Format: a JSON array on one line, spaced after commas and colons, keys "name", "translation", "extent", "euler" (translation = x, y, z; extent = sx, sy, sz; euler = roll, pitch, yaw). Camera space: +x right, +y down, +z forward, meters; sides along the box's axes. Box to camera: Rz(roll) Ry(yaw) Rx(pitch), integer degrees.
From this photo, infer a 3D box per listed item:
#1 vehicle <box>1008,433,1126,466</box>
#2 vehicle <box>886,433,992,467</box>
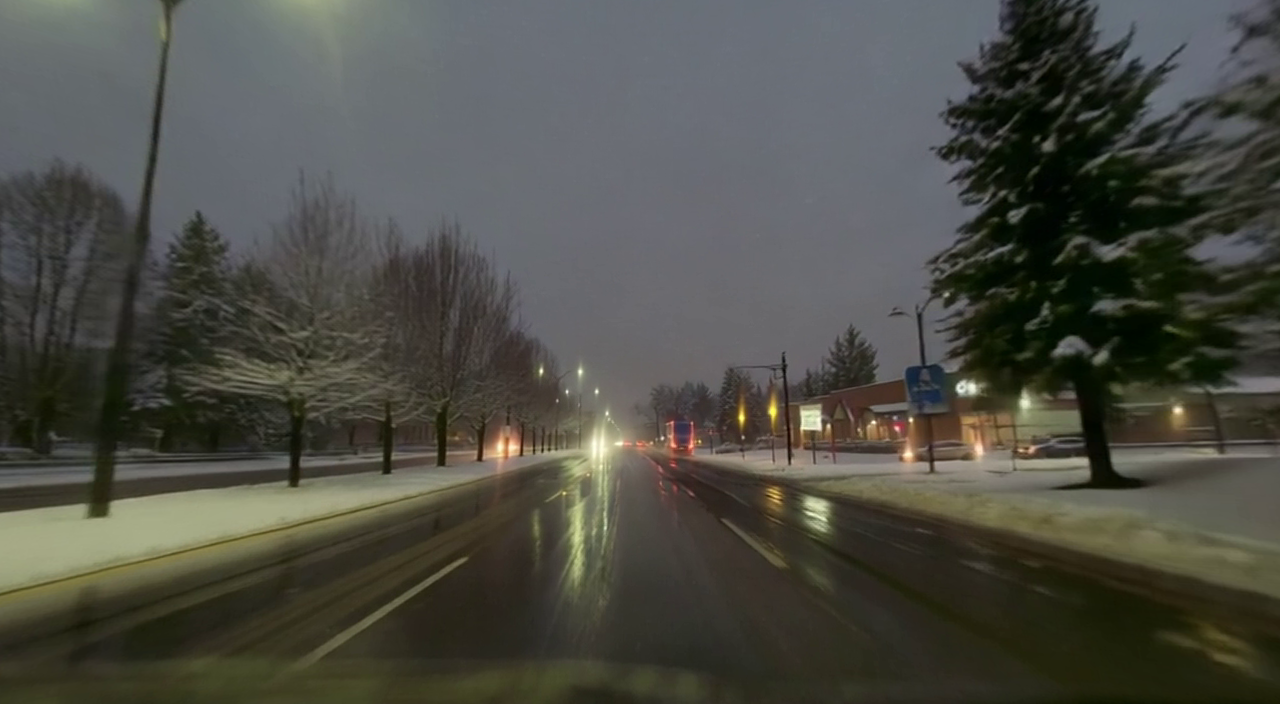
[{"name": "vehicle", "translation": [21.111, 4.824, 31.379], "extent": [4.416, 1.561, 1.876], "euler": [0, -8, 0]}, {"name": "vehicle", "translation": [14.705, 4.868, 31.274], "extent": [4.296, 1.596, 1.807], "euler": [0, -8, 0]}]
